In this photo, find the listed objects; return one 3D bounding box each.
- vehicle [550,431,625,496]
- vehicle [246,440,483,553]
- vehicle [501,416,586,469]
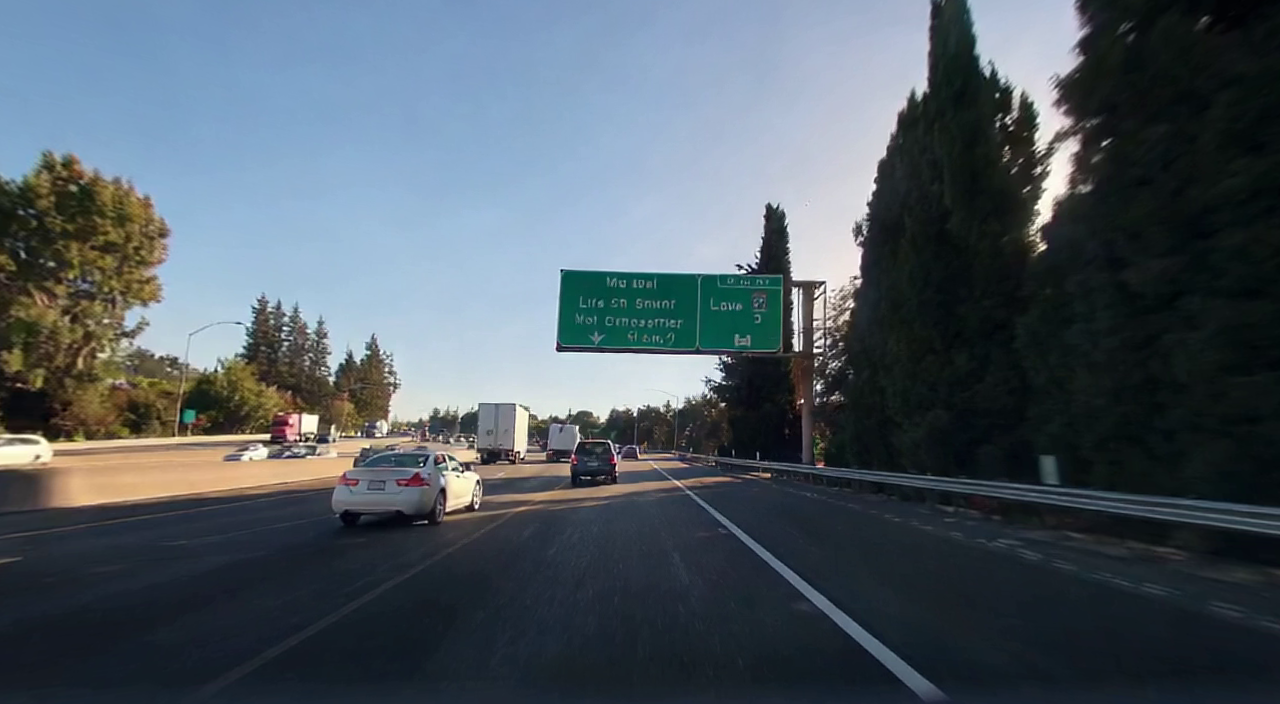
[{"bbox_3d":[-1.577,3.539,20.523,2.093,1.785,5.303,0,-8,-2],"label":"vehicle"},{"bbox_3d":[-4.167,2.224,10.591,1.932,1.445,4.625,0,-8,-1],"label":"vehicle"},{"bbox_3d":[-5.796,5.949,41.047,3.270,2.674,14.547,-2,-9,0],"label":"vehicle"}]
